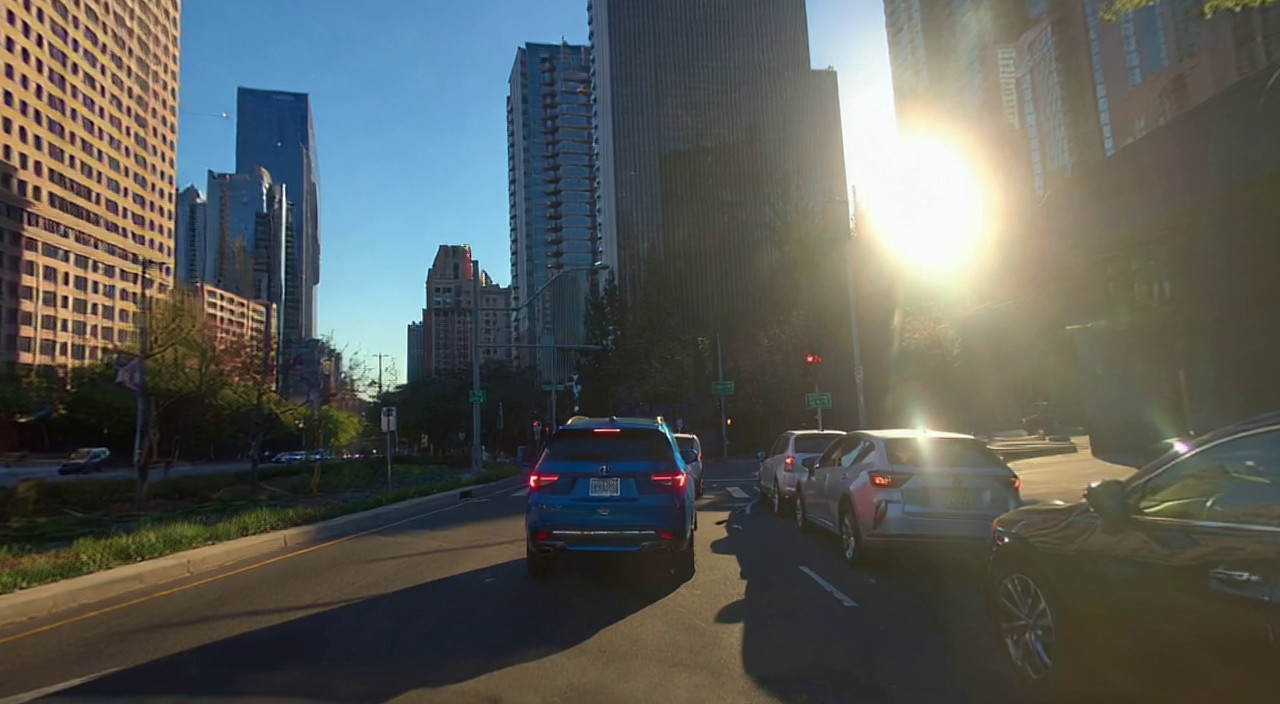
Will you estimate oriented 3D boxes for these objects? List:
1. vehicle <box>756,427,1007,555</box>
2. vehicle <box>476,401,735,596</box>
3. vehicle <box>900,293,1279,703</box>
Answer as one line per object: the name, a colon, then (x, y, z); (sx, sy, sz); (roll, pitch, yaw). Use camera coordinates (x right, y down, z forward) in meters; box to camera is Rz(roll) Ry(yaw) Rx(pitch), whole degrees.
vehicle: (3.284, 1.986, 9.800); (1.941, 1.482, 4.632); (0, -9, -2)
vehicle: (-0.345, 1.585, 7.641); (2.249, 1.684, 4.084); (0, -9, -1)
vehicle: (2.997, 0.751, 2.242); (2.063, 1.760, 4.664); (0, -9, -1)
